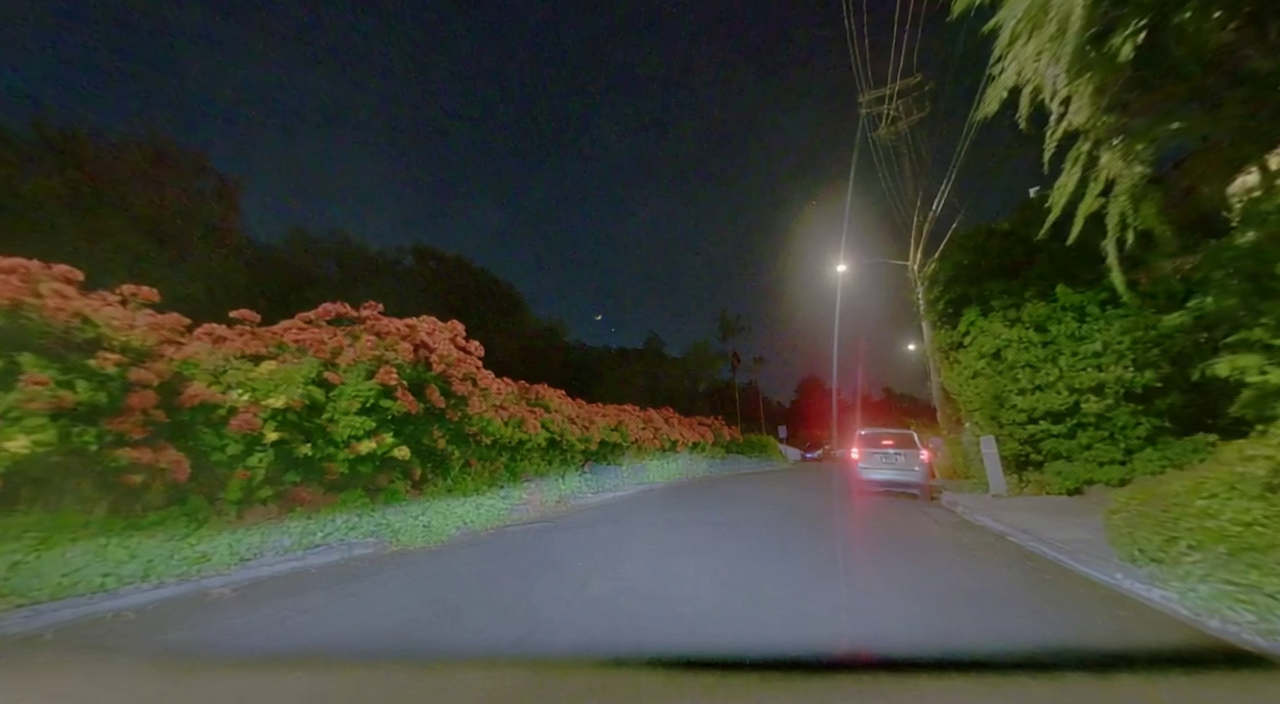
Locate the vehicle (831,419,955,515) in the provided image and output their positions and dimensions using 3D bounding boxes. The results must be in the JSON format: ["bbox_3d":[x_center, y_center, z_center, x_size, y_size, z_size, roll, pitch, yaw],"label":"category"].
[{"bbox_3d":[6.190,2.761,15.756,2.311,1.909,5.570,-3,-9,20],"label":"vehicle"}]
